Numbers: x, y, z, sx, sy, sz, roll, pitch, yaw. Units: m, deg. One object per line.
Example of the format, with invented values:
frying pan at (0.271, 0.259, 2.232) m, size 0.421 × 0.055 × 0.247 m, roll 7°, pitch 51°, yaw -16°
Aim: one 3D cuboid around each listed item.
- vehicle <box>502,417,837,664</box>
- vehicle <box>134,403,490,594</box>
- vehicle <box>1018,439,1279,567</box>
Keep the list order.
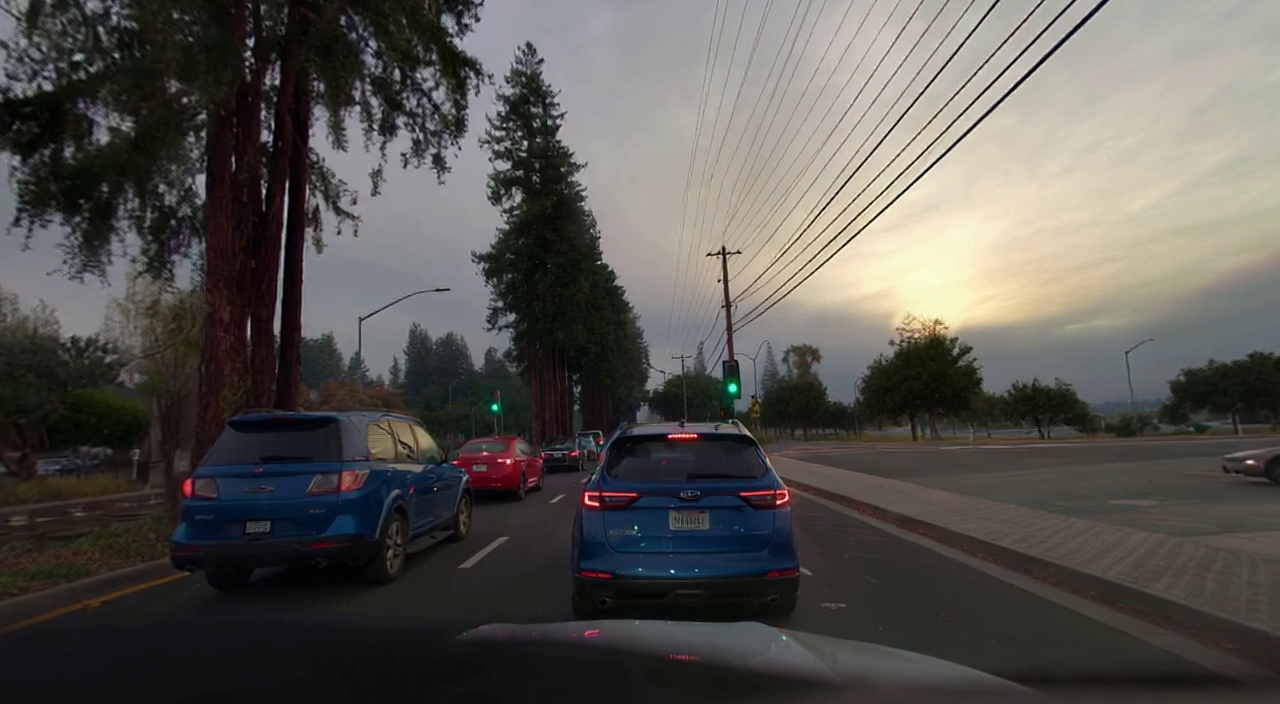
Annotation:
vehicle at (0.114, 1.451, 5.952) m, size 2.056 × 1.487 × 4.003 m, roll 0°, pitch -9°, yaw -2°
vehicle at (-3.475, 1.645, 7.923) m, size 2.105 × 1.706 × 4.337 m, roll 0°, pitch -9°, yaw 0°
vehicle at (8.382, 2.161, 9.933) m, size 1.993 × 1.508 × 4.521 m, roll 0°, pitch -9°, yaw -1°
